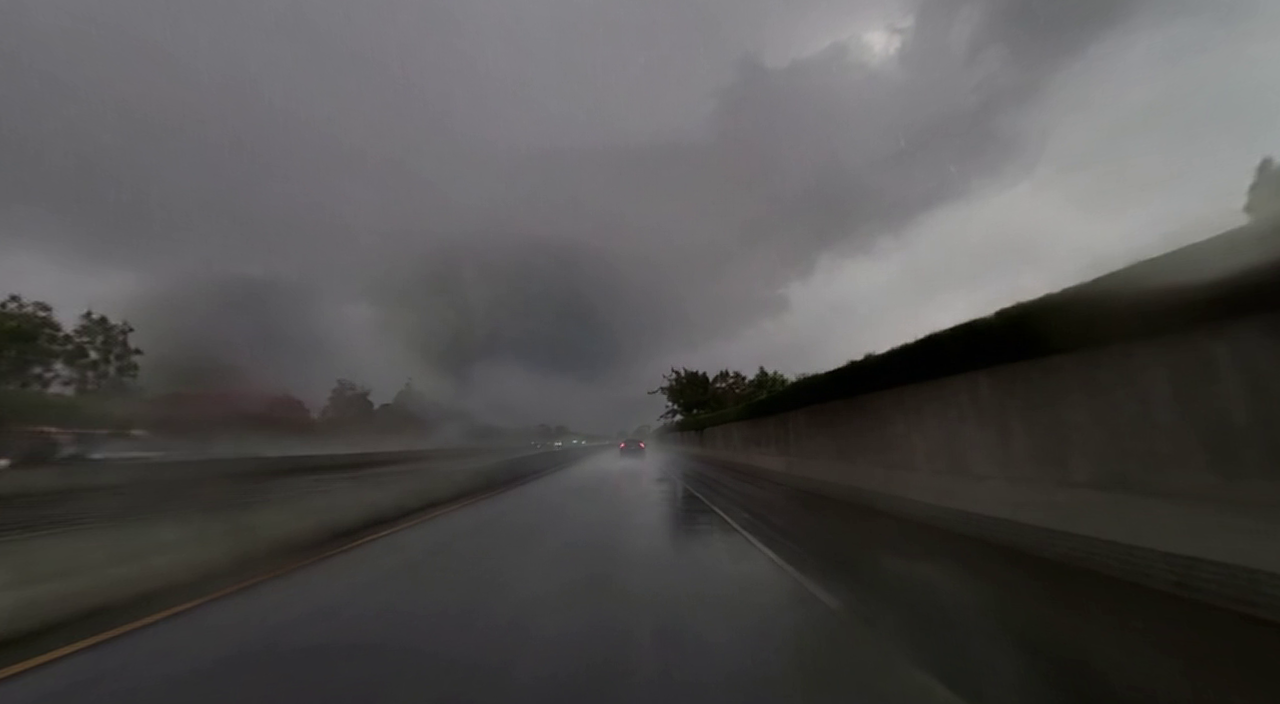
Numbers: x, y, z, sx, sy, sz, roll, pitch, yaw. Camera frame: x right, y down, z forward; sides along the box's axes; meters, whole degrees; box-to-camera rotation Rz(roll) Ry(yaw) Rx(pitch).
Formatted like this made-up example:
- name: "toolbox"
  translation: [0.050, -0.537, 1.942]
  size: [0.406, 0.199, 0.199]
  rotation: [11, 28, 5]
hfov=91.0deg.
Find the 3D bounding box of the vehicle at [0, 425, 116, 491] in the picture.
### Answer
- name: "vehicle"
  translation: [-29.700, 5.117, 30.804]
  size: [2.547, 2.870, 6.947]
  rotation: [0, -8, -5]
